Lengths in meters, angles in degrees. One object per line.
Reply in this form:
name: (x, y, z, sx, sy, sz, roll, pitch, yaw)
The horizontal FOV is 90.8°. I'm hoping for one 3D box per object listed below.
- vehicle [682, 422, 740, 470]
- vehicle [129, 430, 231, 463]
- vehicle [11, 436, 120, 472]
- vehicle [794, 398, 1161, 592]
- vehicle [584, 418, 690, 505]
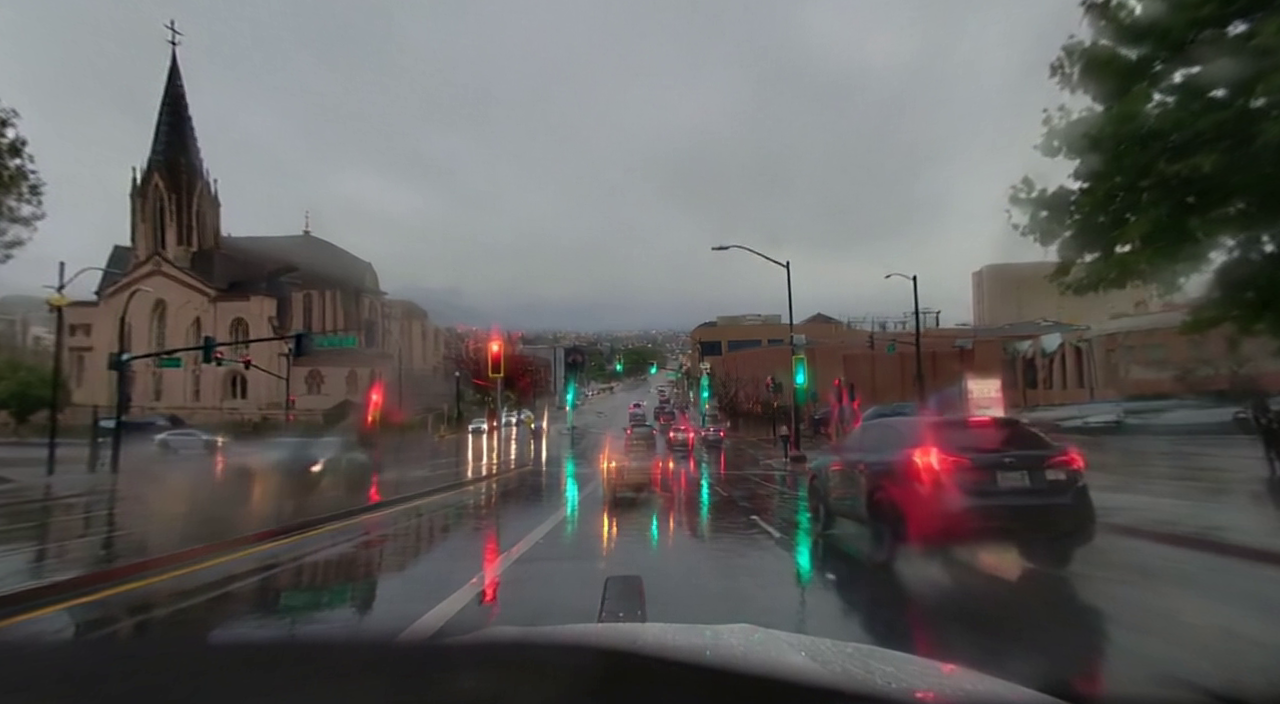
vehicle: (3.651, 4.889, 33.505, 2.228, 1.922, 5.335, 5, -4, -1)
vehicle: (-29.879, 6.131, 41.159, 4.955, 1.828, 2.268, -1, -3, -2)
vehicle: (-34.232, 6.064, 37.722, 4.551, 1.784, 2.121, 0, 0, -1)
vehicle: (3.638, 1.638, 8.120, 2.080, 1.735, 4.650, 0, -8, -1)
vehicle: (0.027, 2.575, 15.141, 2.168, 1.776, 4.135, -1, -8, 3)
